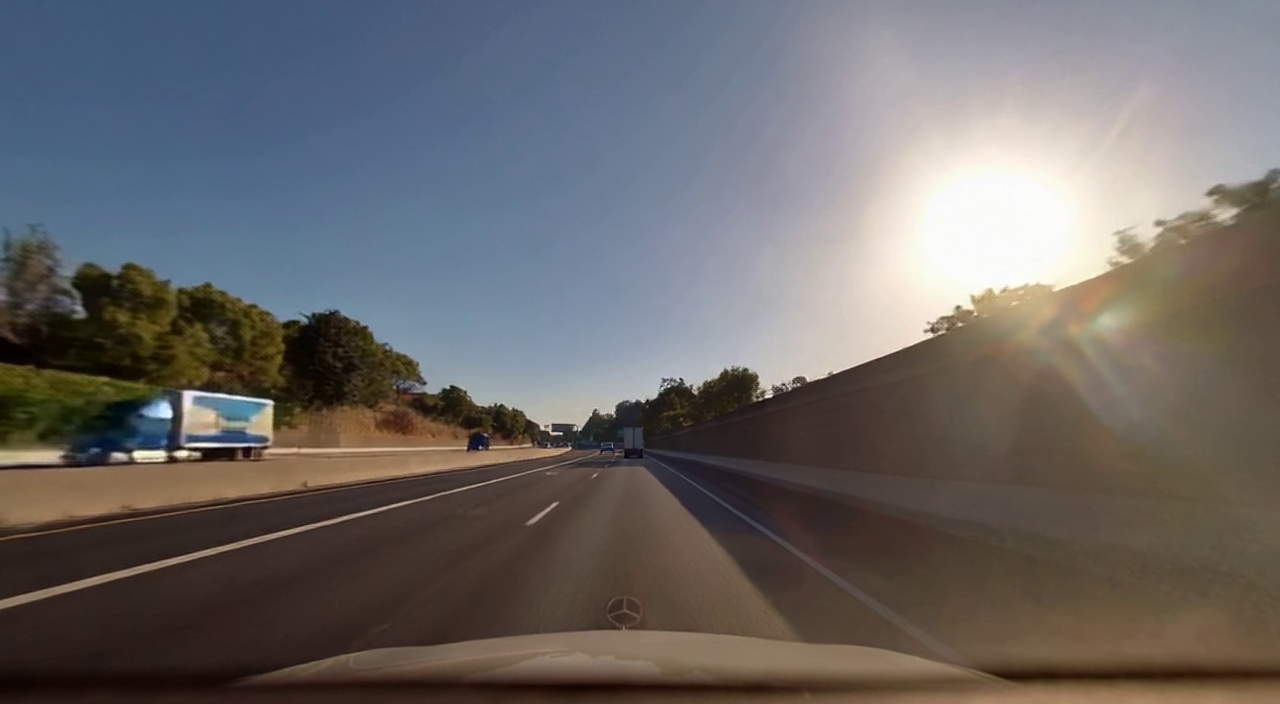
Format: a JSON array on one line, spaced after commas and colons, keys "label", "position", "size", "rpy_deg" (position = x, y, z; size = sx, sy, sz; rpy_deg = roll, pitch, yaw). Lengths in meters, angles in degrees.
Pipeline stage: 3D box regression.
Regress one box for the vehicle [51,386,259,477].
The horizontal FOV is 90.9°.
[{"label": "vehicle", "position": [-23.023, 4.004, 30.911], "size": [2.935, 3.764, 8.983], "rpy_deg": [0, -9, 0]}]
